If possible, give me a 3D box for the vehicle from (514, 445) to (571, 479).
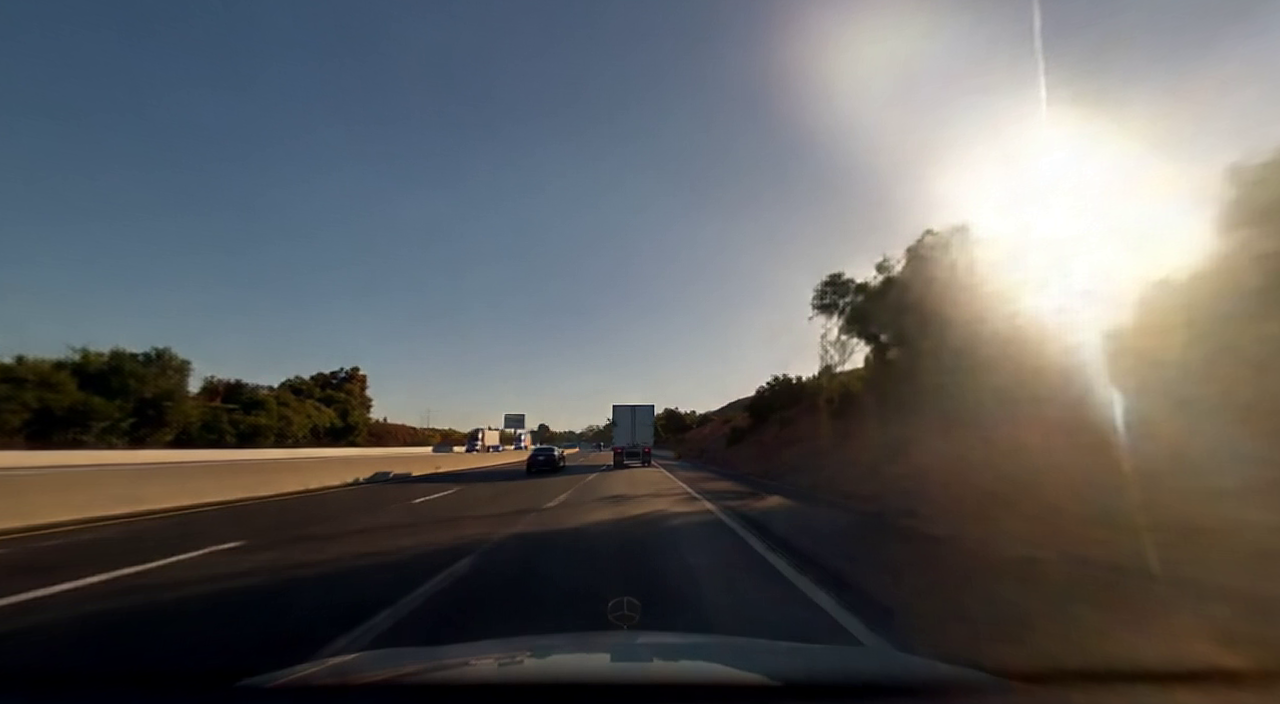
[{"bbox_3d":[-4.517,5.170,29.949,1.892,1.471,5.047,0,-9,0],"label":"vehicle"}]
